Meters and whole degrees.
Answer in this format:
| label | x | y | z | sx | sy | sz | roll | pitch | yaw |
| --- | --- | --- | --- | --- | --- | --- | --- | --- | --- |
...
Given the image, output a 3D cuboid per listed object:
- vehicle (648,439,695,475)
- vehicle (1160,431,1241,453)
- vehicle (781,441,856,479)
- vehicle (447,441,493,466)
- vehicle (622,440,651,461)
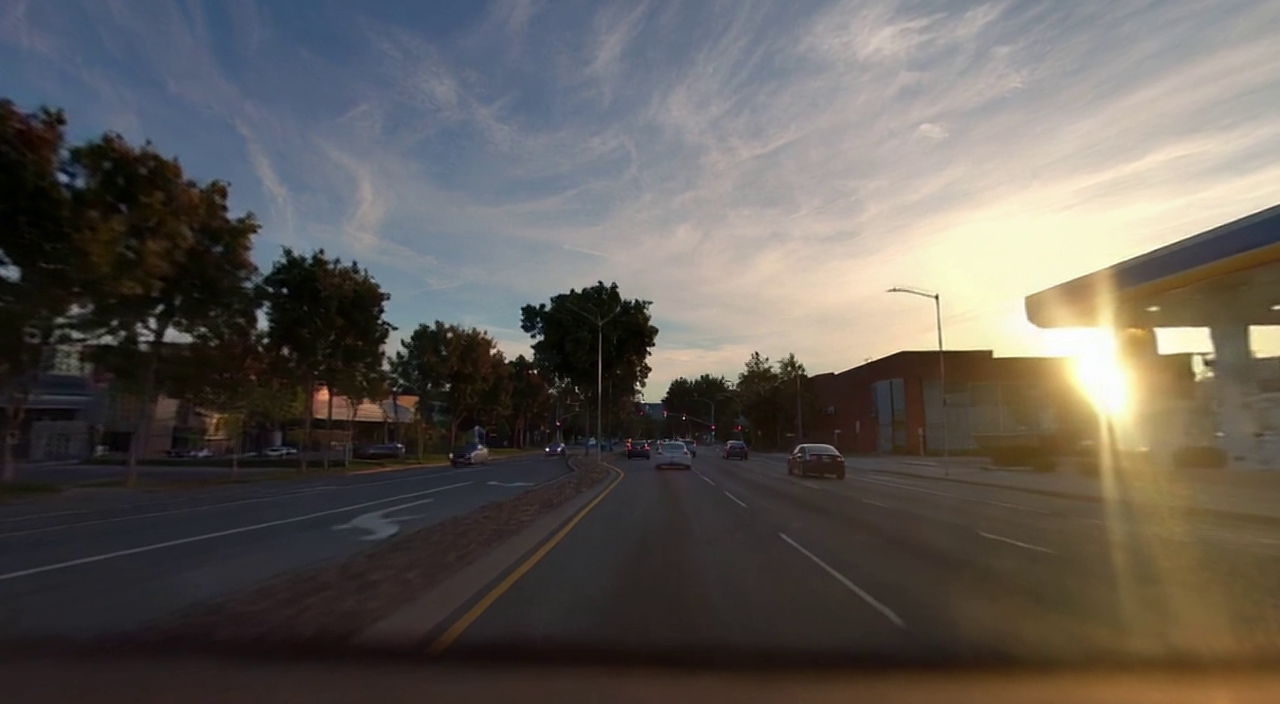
| label | x | y | z | sx | sy | sz | roll | pitch | yaw |
| --- | --- | --- | --- | --- | --- | --- | --- | --- | --- |
| vehicle | 1.388 | 4.830 | 29.108 | 1.971 | 1.479 | 4.493 | 0 | -8 | 1 |
| vehicle | 39.378 | 6.347 | 44.267 | 1.719 | 1.450 | 4.559 | 0 | -8 | 4 |
| vehicle | 7.484 | 4.548 | 26.771 | 1.918 | 1.484 | 4.456 | 0 | -8 | 0 |
| vehicle | -13.246 | 7.910 | 49.189 | 2.022 | 1.787 | 5.262 | -1 | -8 | 1 |
| vehicle | -0.327 | 7.630 | 48.680 | 2.074 | 1.575 | 4.326 | 0 | -8 | -3 |
